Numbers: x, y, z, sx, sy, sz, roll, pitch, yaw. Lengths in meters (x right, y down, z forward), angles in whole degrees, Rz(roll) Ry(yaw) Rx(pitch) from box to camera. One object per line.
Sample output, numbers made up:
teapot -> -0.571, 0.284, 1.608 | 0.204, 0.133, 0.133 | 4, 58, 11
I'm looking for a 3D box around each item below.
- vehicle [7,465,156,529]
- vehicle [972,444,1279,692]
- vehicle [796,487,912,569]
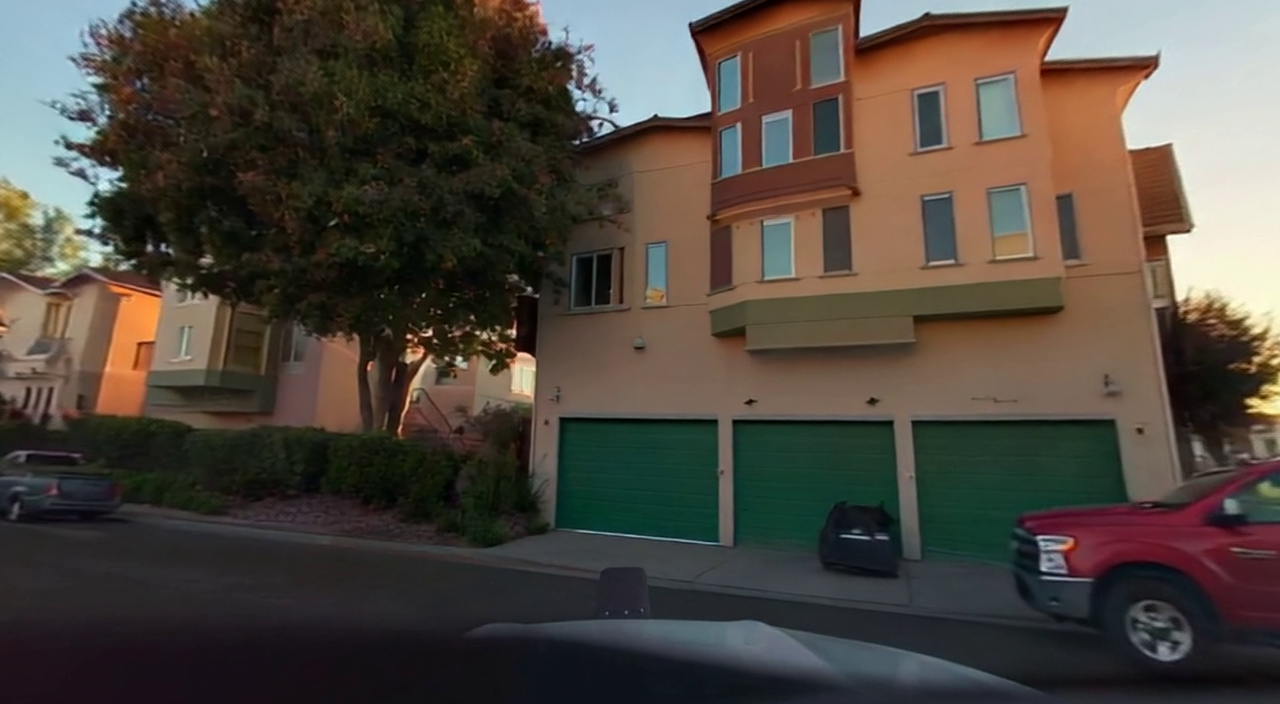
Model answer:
vehicle -> -15.669, 3.963, 17.671 | 4.148, 1.473, 1.744 | -4, -10, 30
vehicle -> 6.088, 1.735, 5.375 | 5.600, 1.835, 2.161 | -4, -10, 29
vehicle -> 5.252, 4.134, 15.181 | 1.869, 1.460, 3.826 | -9, -12, 27
